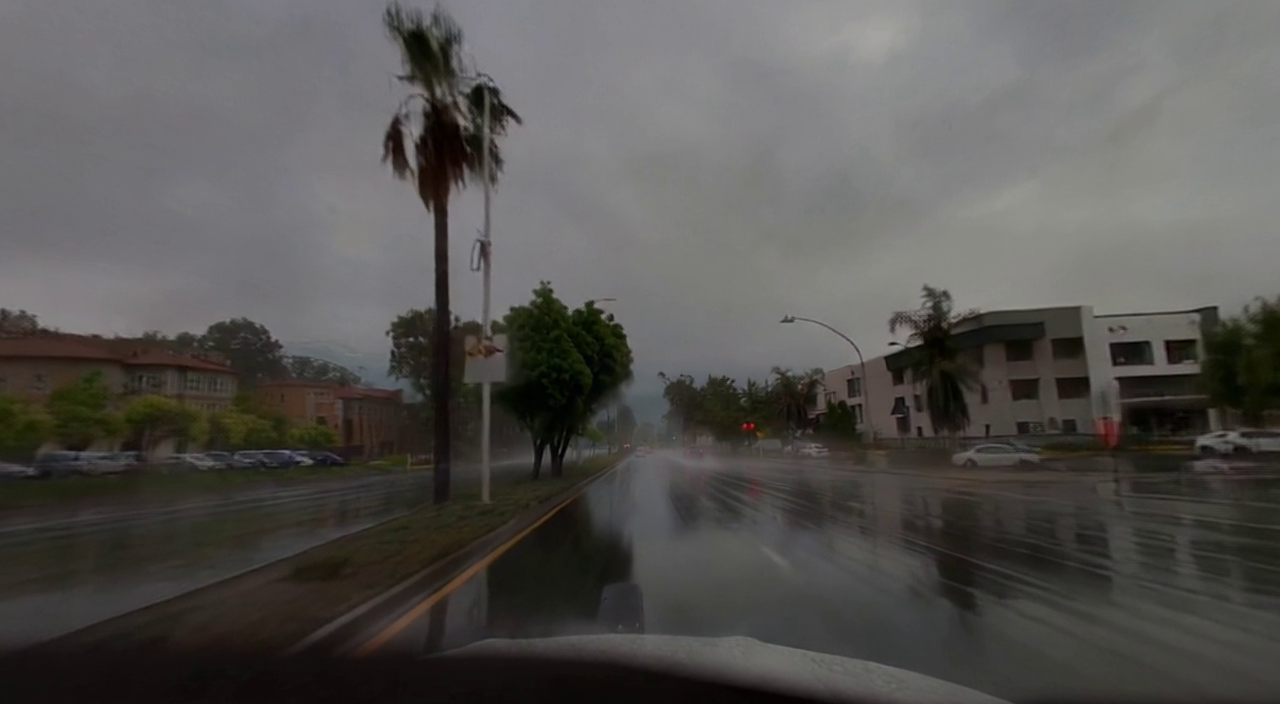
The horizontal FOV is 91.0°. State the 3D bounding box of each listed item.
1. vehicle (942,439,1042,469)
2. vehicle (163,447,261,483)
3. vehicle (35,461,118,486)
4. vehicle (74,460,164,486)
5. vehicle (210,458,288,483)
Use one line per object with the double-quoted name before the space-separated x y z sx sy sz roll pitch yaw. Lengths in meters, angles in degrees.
"vehicle" 20.249 5.886 36.301 4.472 1.521 2.090 -1 -10 -2
"vehicle" -28.538 7.505 42.309 2.333 2.153 6.030 0 -8 -1
"vehicle" -37.312 8.021 41.785 1.870 1.477 3.984 0 -8 -1
"vehicle" -34.729 8.070 42.182 1.961 1.486 4.946 0 -8 -3
"vehicle" -25.696 7.794 41.600 1.970 1.446 4.674 -3 -10 4
